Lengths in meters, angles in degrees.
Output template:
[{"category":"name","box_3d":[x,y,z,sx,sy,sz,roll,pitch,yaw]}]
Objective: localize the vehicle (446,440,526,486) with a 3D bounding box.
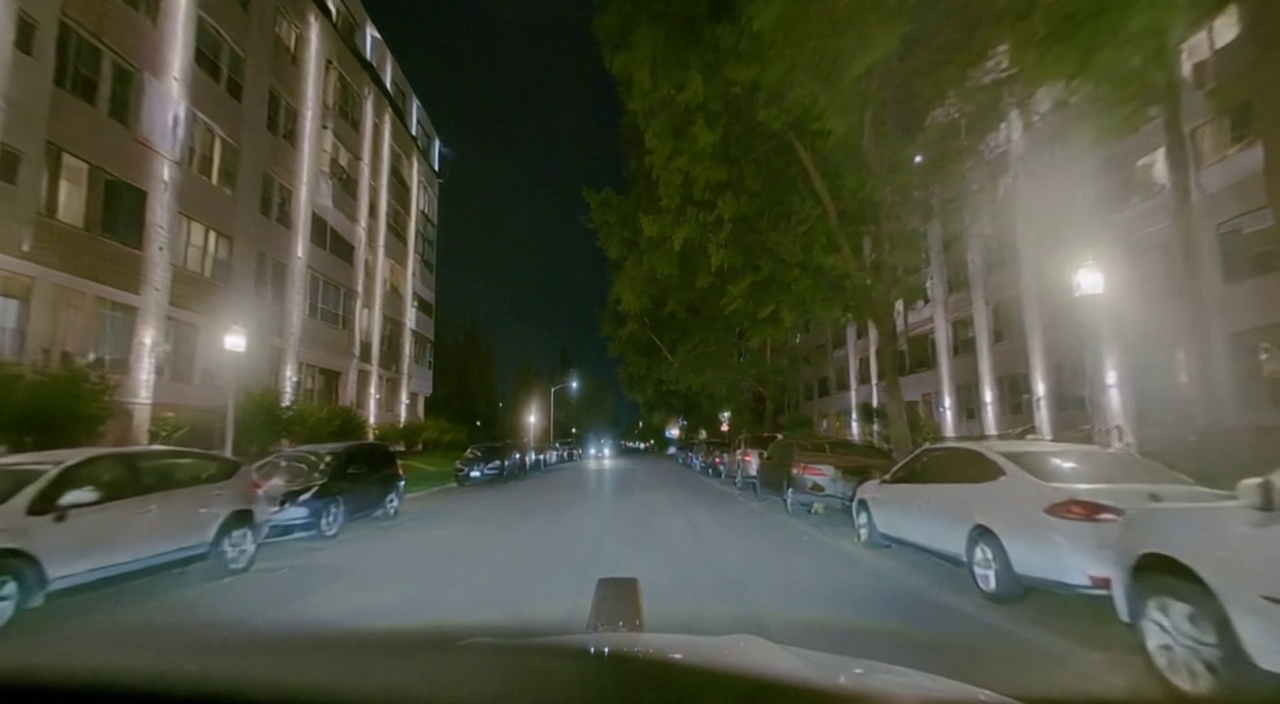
[{"category":"vehicle","box_3d":[-5.436,3.959,22.884,1.647,1.481,4.433,0,-8,2]}]

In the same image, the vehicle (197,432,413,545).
[{"category":"vehicle","box_3d":[-5.187,2.115,10.382,1.628,1.504,3.500,0,-8,-1]}]

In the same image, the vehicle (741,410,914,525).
[{"category":"vehicle","box_3d":[3.380,2.201,12.570,1.835,1.809,4.997,0,-8,-1]}]

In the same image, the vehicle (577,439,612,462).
[{"category":"vehicle","box_3d":[-3.174,6.919,44.526,1.939,1.504,4.121,-1,-8,3]}]

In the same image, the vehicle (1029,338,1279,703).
[{"category":"vehicle","box_3d":[3.575,0.696,1.571,1.912,1.781,5.159,0,-8,0]}]

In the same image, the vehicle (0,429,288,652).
[{"category":"vehicle","box_3d":[-5.213,1.464,5.520,1.711,1.500,4.510,0,-8,-1]}]
